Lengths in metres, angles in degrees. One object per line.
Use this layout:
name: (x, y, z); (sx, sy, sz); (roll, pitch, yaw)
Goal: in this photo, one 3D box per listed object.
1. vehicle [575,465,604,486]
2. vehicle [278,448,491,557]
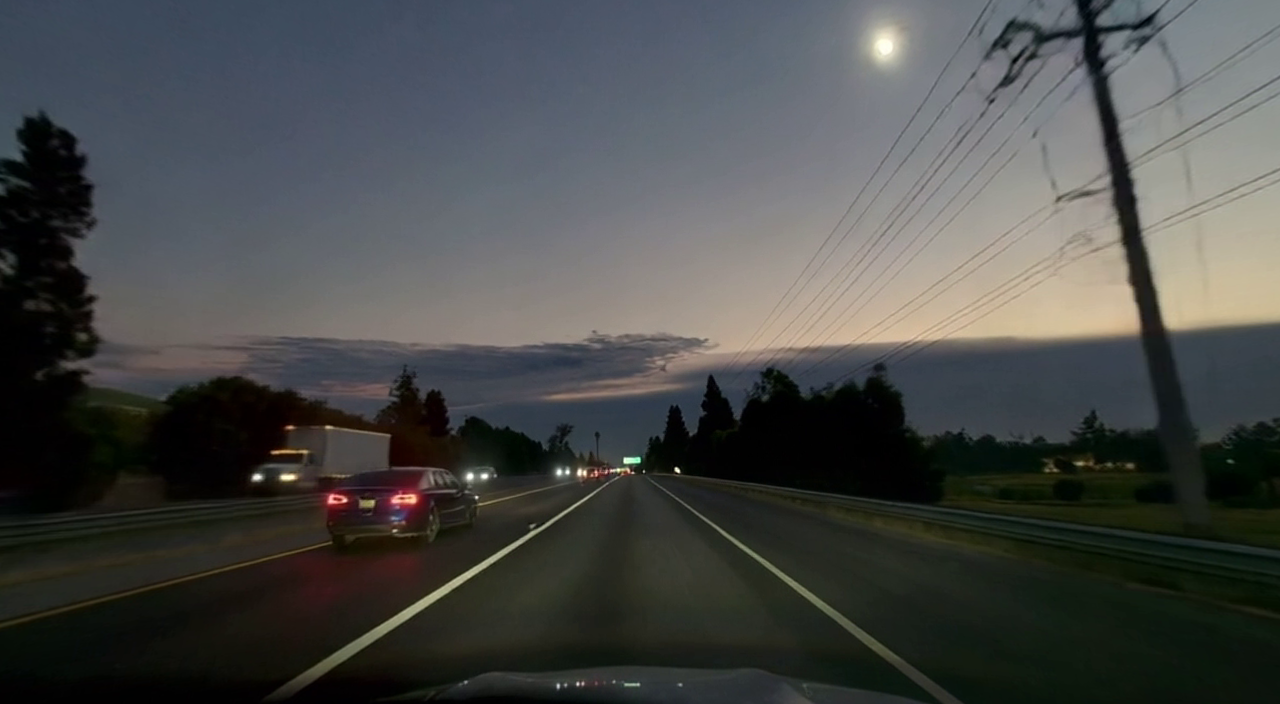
vehicle: (-3.749, 9.271, 47.491); (1.884, 1.486, 3.934); (1, -10, -1)
vehicle: (-4.159, 2.548, 11.178); (1.963, 1.501, 4.227); (1, -10, 0)
